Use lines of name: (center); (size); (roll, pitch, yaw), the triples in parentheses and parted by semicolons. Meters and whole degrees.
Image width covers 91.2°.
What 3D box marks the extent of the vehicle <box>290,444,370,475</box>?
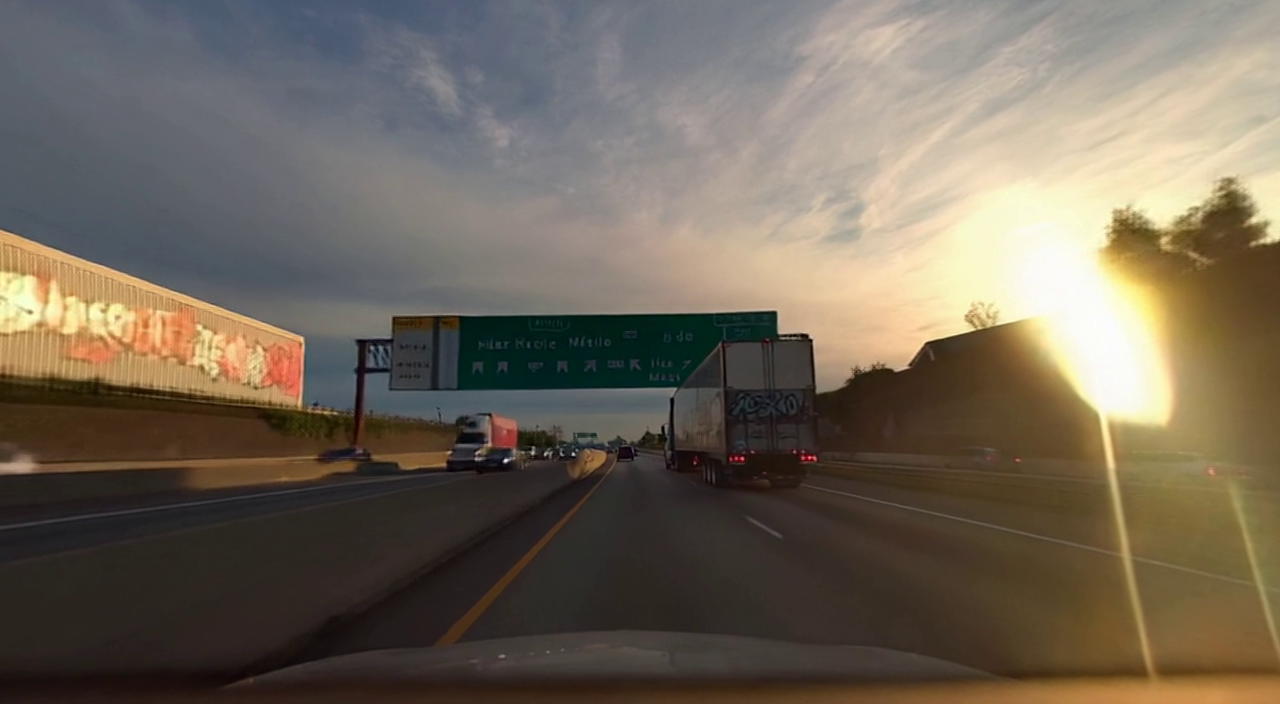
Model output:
vehicle: (-16.226, 5.648, 33.106); (1.912, 1.482, 4.676); (0, -9, -1)

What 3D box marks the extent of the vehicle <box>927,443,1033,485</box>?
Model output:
vehicle: (14.608, 4.798, 27.264); (2.107, 1.648, 4.324); (0, -9, -1)

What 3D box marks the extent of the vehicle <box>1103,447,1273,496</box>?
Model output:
vehicle: (18.833, 4.077, 21.879); (1.811, 1.499, 4.472); (0, -9, -1)

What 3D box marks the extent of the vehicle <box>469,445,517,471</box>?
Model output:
vehicle: (-8.968, 6.492, 38.473); (1.977, 1.494, 4.096); (0, -9, 0)

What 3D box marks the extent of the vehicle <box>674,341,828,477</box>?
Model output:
vehicle: (3.953, 3.145, 28.636); (3.317, 4.314, 17.803); (0, -9, -2)
